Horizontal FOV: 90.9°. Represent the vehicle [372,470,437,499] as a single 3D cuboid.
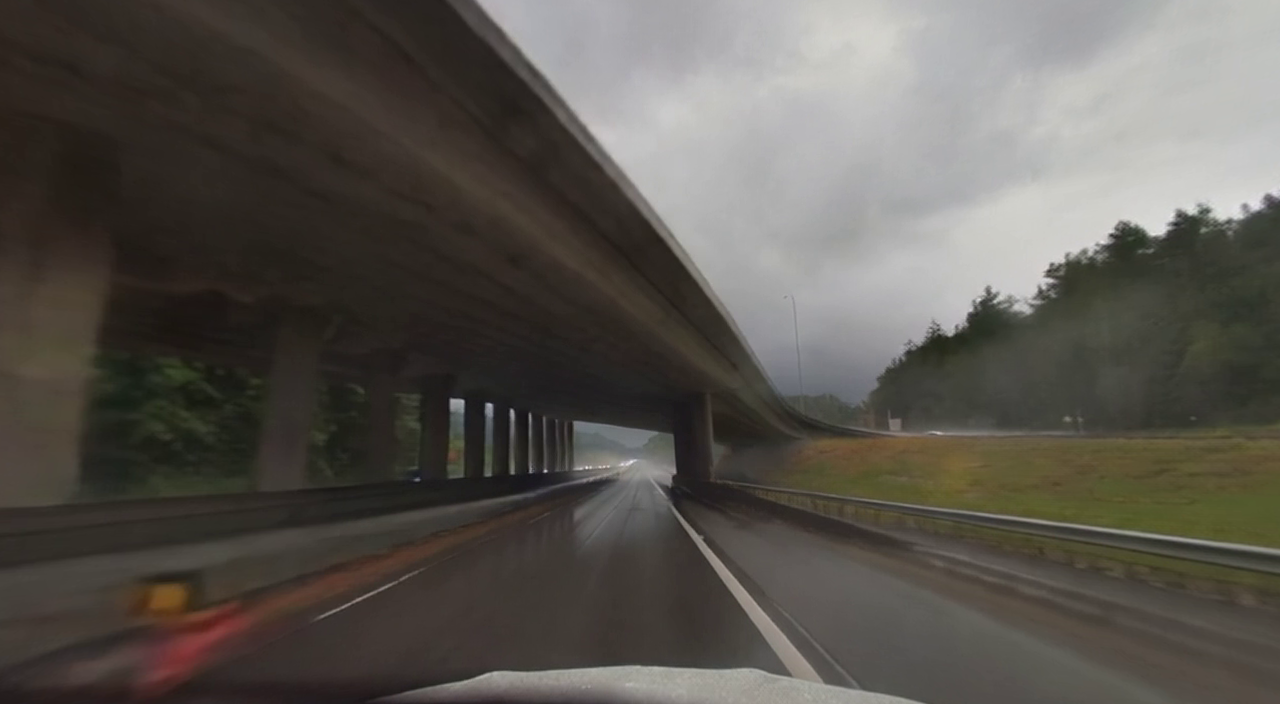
[{"bbox_3d":[-12.557,7.089,33.816,1.868,1.406,3.960,1,-10,1],"label":"vehicle"}]
